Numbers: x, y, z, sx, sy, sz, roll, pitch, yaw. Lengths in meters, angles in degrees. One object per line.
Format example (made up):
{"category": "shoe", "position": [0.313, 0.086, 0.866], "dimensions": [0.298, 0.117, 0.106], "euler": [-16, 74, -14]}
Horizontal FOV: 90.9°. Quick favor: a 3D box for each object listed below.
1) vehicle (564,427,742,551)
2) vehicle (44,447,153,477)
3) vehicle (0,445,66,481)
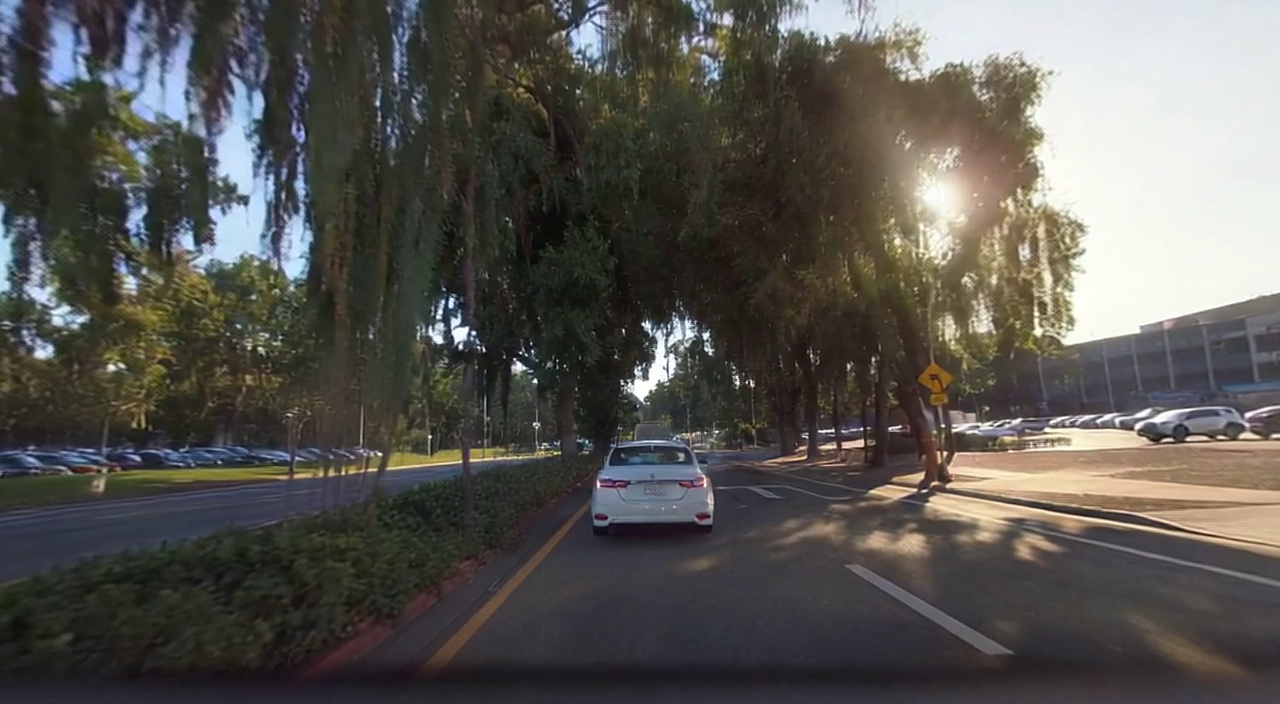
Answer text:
{"category": "vehicle", "position": [0.112, 1.911, 9.514], "dimensions": [2.093, 1.442, 3.977], "euler": [0, -8, -1]}
{"category": "vehicle", "position": [-30.083, 6.097, 35.128], "dimensions": [4.342, 1.621, 1.967], "euler": [-1, -8, 4]}
{"category": "vehicle", "position": [-30.299, 5.309, 29.882], "dimensions": [4.266, 1.600, 1.877], "euler": [-3, -8, -2]}
